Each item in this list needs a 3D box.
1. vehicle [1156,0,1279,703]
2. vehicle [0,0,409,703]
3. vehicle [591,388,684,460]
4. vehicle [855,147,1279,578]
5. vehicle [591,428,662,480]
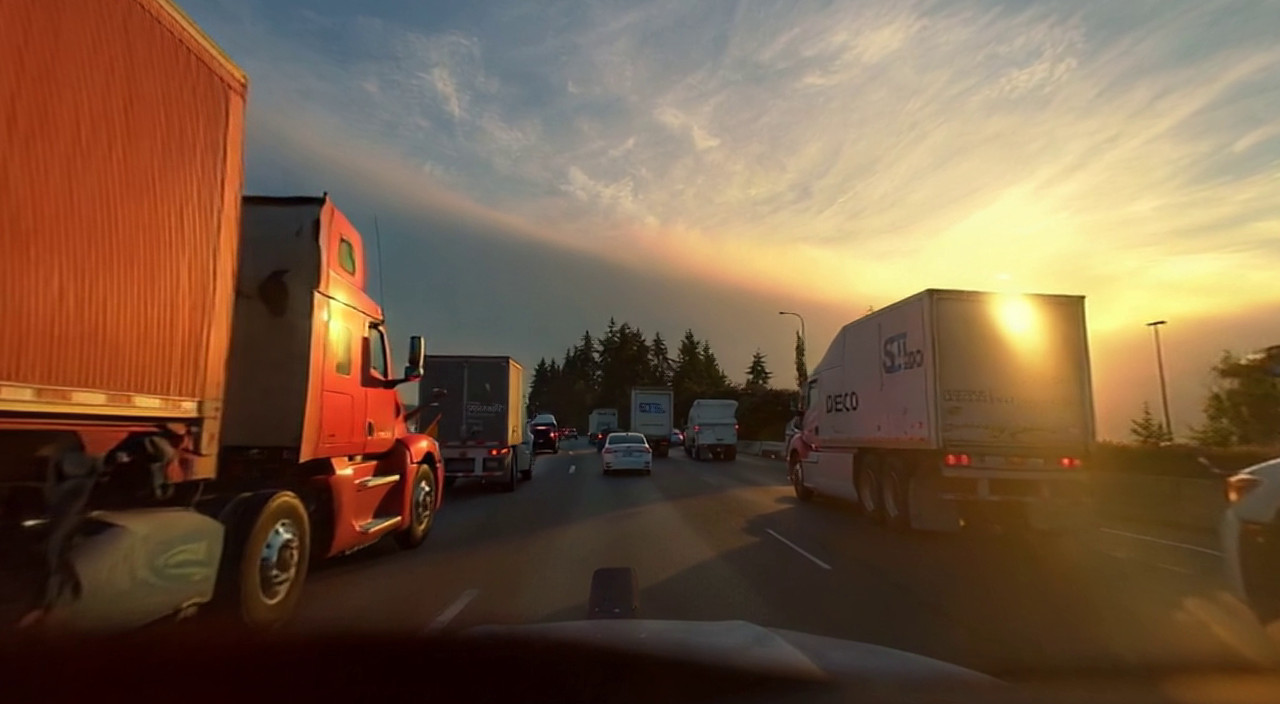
[{"bbox_3d":[5.306,-0.570,1.091,2.992,3.986,5.841,3,-8,-21],"label":"vehicle"},{"bbox_3d":[-3.600,-0.404,1.598,2.822,3.788,8.799,0,-8,-1],"label":"vehicle"},{"bbox_3d":[-0.654,5.033,43.005,2.899,4.112,13.912,2,-8,-15],"label":"vehicle"},{"bbox_3d":[7.257,0.155,6.522,2.758,4.032,11.419,3,-8,-20],"label":"vehicle"},{"bbox_3d":[-0.575,3.350,21.078,2.060,1.540,4.374,1,-8,-5],"label":"vehicle"}]
